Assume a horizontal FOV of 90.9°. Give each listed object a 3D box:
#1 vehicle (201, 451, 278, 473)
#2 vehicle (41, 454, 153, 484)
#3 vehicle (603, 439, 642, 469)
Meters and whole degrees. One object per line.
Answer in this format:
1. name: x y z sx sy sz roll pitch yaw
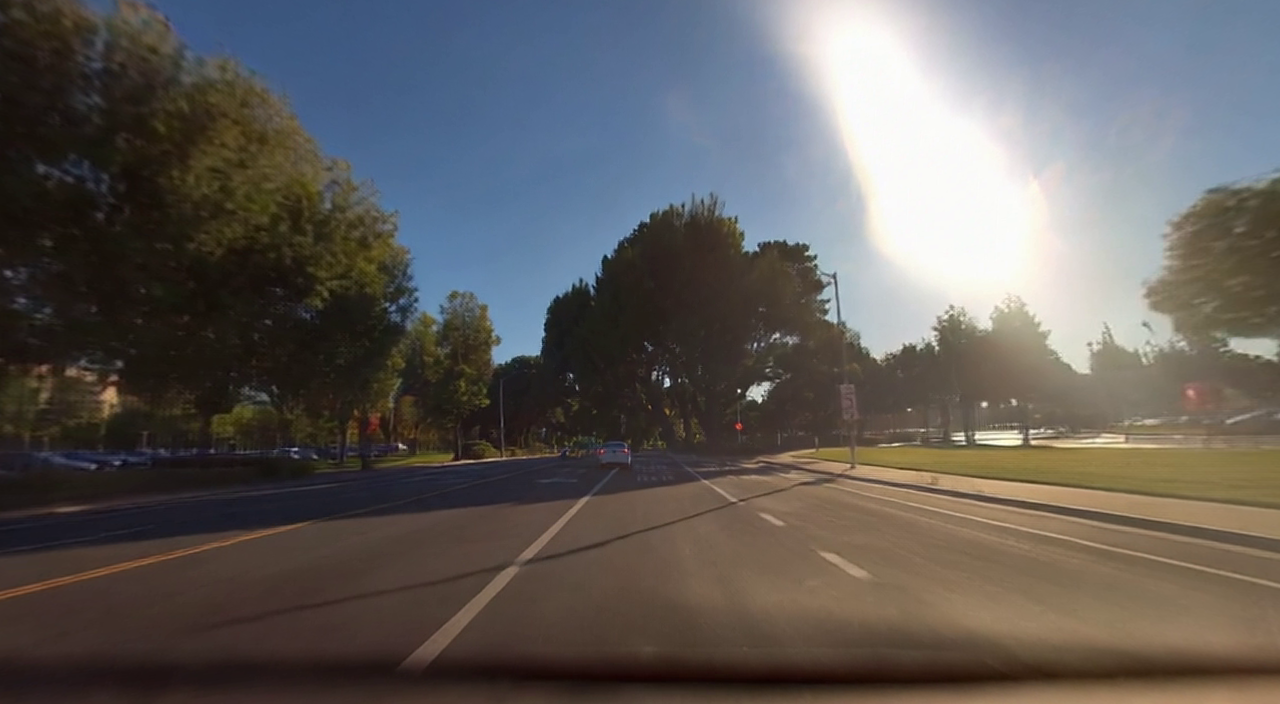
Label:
1. vehicle: -30.318 8.345 47.859 4.455 1.566 2.029 0 -8 -2
2. vehicle: -30.017 6.457 34.968 4.468 1.471 1.879 -1 -8 1
3. vehicle: -0.894 5.489 34.214 1.978 1.499 3.915 -1 -8 0
